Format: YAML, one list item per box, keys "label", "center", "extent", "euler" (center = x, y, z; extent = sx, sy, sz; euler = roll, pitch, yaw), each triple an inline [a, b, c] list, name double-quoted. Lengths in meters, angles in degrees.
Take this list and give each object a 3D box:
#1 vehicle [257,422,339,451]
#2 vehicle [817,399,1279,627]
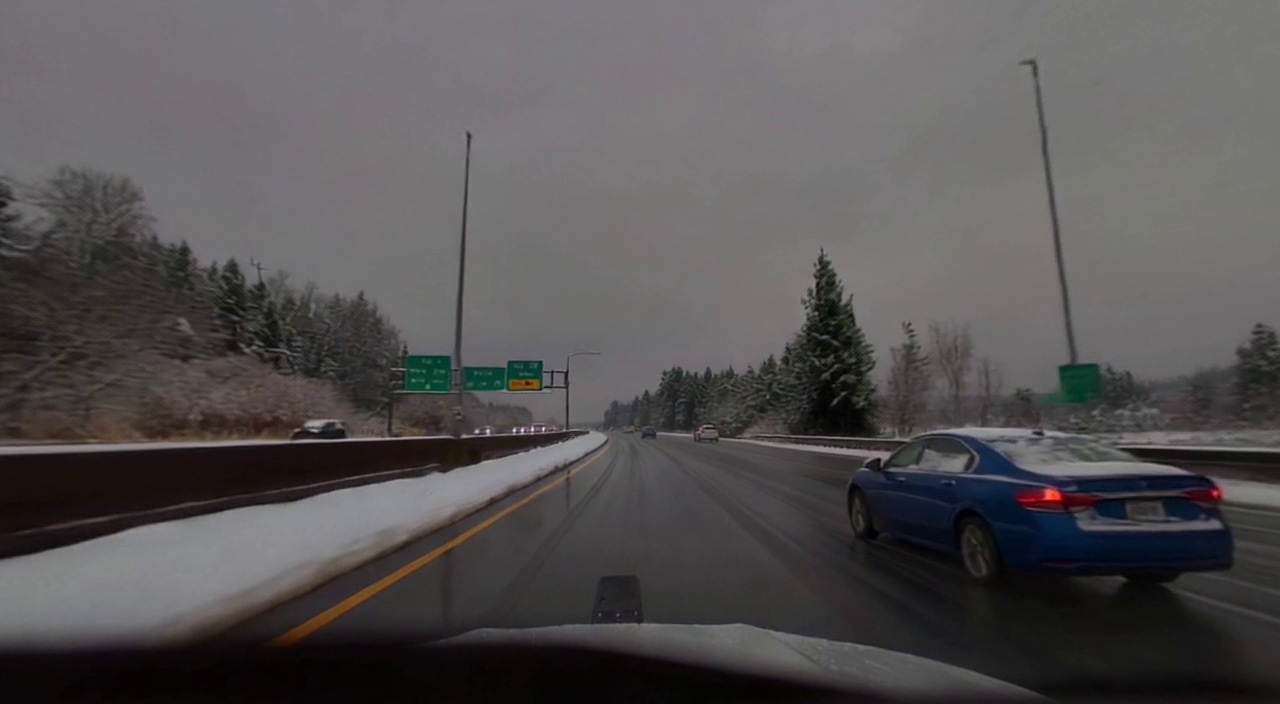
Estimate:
- label: "vehicle"
  center: [-18.744, 4.659, 34.808]
  extent: [1.931, 1.490, 4.667]
  euler: [0, -8, -1]
- label: "vehicle"
  center: [3.365, 1.305, 6.191]
  extent: [1.977, 1.443, 4.225]
  euler: [0, -8, -1]
